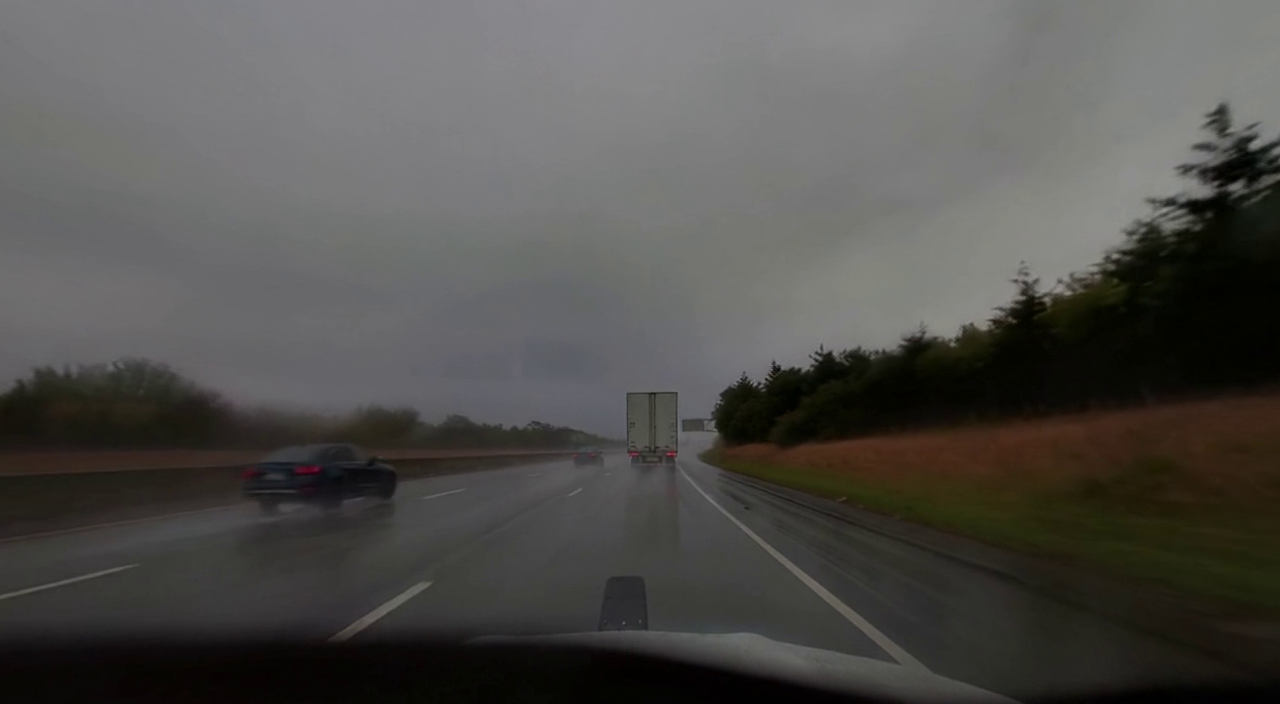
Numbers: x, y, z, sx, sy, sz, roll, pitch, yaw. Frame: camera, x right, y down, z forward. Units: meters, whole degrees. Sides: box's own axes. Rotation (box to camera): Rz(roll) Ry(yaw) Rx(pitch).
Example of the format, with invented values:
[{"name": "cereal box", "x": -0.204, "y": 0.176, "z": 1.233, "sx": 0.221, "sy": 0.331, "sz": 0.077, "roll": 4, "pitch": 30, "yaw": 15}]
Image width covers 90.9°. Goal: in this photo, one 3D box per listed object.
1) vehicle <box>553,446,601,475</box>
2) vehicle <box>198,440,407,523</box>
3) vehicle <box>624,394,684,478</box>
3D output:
[{"name": "vehicle", "x": -3.342, "y": 5.875, "z": 34.286, "sx": 2.092, "sy": 1.465, "sz": 4.448, "roll": 0, "pitch": -9, "yaw": 1}, {"name": "vehicle", "x": -6.983, "y": 2.704, "z": 13.757, "sx": 1.954, "sy": 1.487, "sz": 4.599, "roll": 0, "pitch": -9, "yaw": 1}, {"name": "vehicle", "x": 0.707, "y": 5.189, "z": 38.594, "sx": 2.851, "sy": 4.098, "sz": 14.436, "roll": -2, "pitch": -8, "yaw": 0}]
